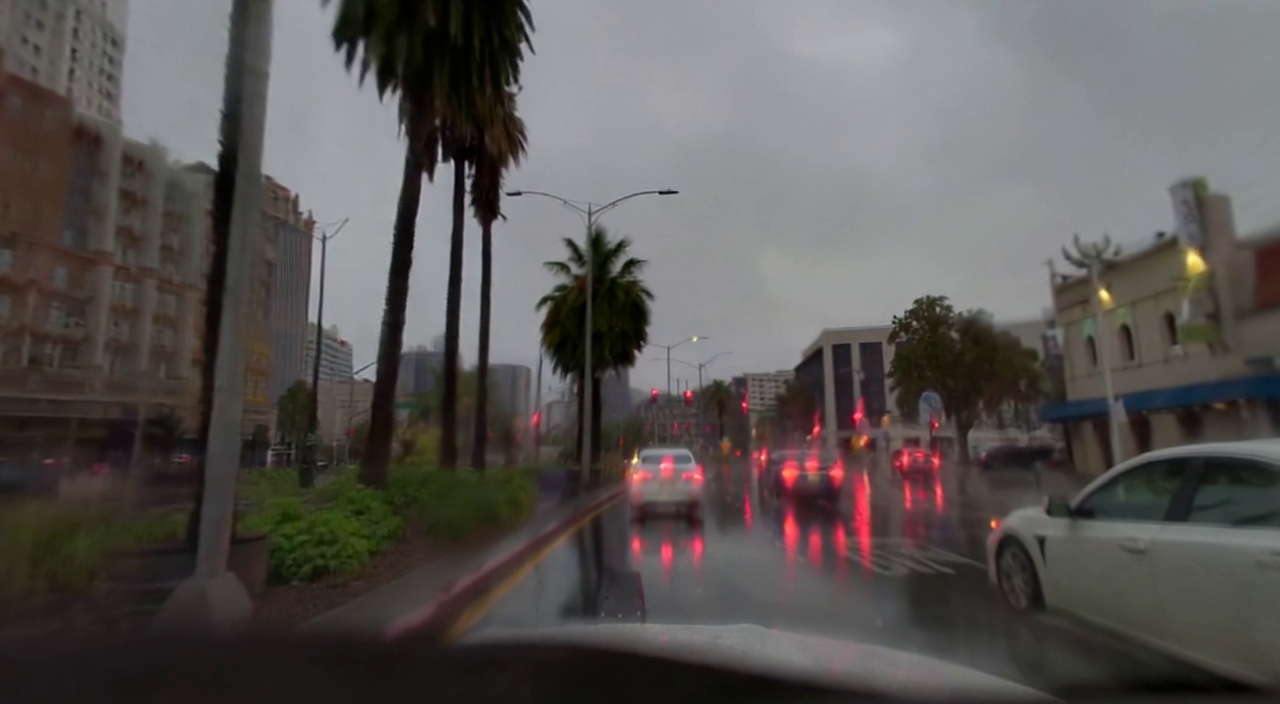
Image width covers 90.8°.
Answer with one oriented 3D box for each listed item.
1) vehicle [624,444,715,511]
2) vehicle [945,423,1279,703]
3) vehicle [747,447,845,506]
[{"bbox_3d":[0.806,3.159,16.323,2.078,1.503,3.681,-1,-9,4],"label":"vehicle"},{"bbox_3d":[3.796,1.199,3.746,1.913,1.469,4.425,-1,-9,3],"label":"vehicle"},{"bbox_3d":[4.357,3.507,18.347,1.920,1.490,4.417,-1,-9,3],"label":"vehicle"}]
